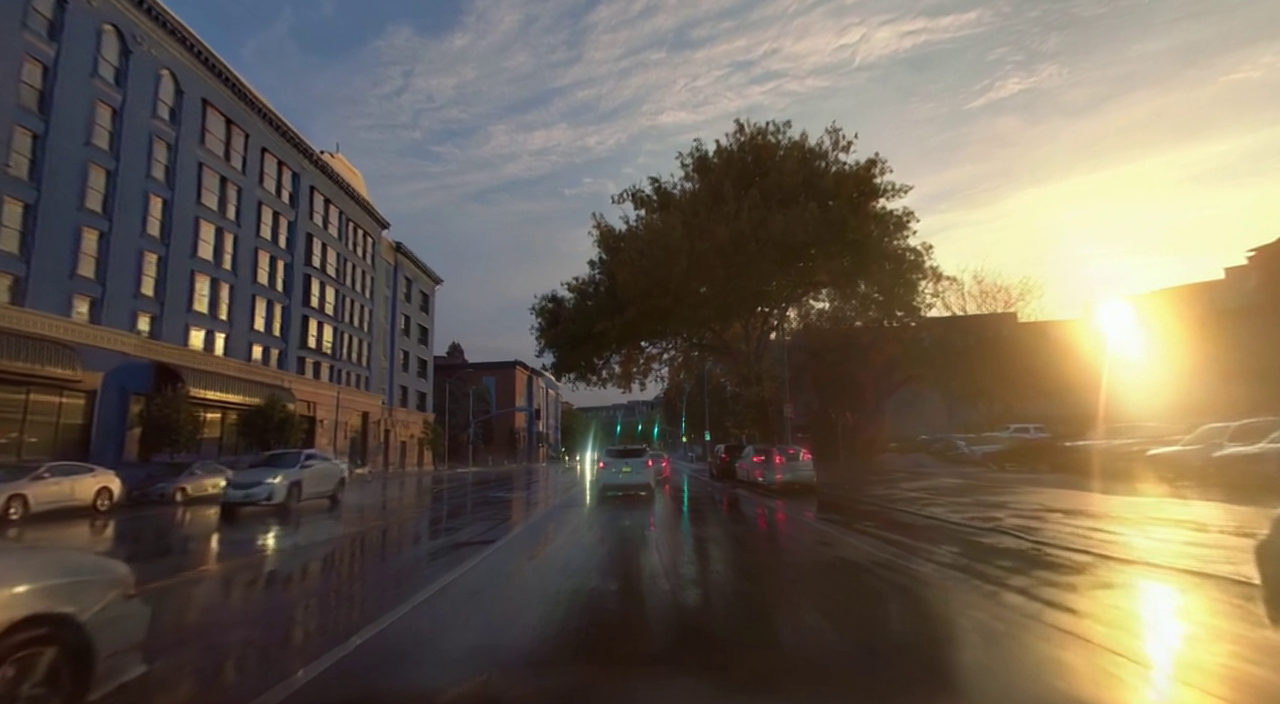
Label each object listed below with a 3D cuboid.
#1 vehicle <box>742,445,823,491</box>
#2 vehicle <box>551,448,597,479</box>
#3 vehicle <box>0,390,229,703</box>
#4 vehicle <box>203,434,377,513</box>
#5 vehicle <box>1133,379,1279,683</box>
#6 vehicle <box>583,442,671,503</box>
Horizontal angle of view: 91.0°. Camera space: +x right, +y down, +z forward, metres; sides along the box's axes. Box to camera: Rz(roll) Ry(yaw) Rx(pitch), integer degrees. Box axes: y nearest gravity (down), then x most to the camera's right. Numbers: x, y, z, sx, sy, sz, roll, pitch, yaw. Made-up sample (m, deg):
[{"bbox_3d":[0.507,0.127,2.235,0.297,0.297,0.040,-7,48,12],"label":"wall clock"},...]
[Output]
[{"bbox_3d":[4.969,4.090,22.534,1.832,1.491,4.054,0,-9,-1],"label":"vehicle"},{"bbox_3d":[-3.523,6.035,34.460,1.972,1.560,4.066,0,-9,2],"label":"vehicle"},{"bbox_3d":[-3.453,0.759,1.329,1.934,1.548,4.635,0,-9,1],"label":"vehicle"},{"bbox_3d":[-9.625,3.357,17.931,2.152,1.890,4.804,0,-9,0],"label":"vehicle"},{"bbox_3d":[4.833,0.822,2.227,2.123,1.736,4.795,1,-9,-3],"label":"vehicle"},{"bbox_3d":[-0.332,3.377,18.097,2.230,1.518,4.113,0,-9,0],"label":"vehicle"}]
